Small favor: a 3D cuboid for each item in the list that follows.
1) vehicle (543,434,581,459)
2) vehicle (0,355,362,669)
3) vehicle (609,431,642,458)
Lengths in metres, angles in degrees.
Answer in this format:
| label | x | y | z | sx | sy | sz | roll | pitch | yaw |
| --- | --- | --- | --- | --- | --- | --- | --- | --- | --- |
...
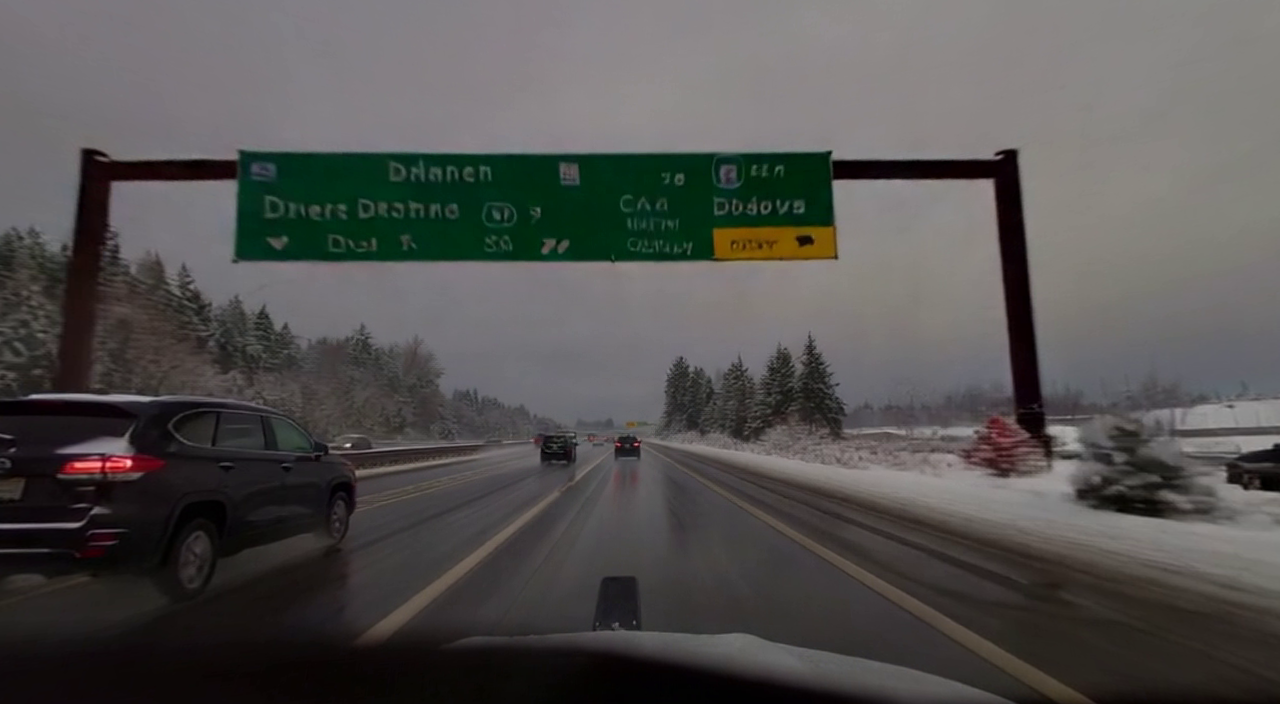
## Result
| label | x | y | z | sx | sy | sz | roll | pitch | yaw |
| --- | --- | --- | --- | --- | --- | --- | --- | --- | --- |
| vehicle | -4.730 | 5.779 | 38.701 | 1.909 | 1.445 | 4.087 | 0 | -8 | -1 |
| vehicle | -4.561 | 1.213 | 5.883 | 1.971 | 1.822 | 4.366 | 0 | -8 | -1 |
| vehicle | -0.884 | 5.842 | 39.827 | 2.002 | 1.611 | 3.778 | 0 | -8 | 0 |
